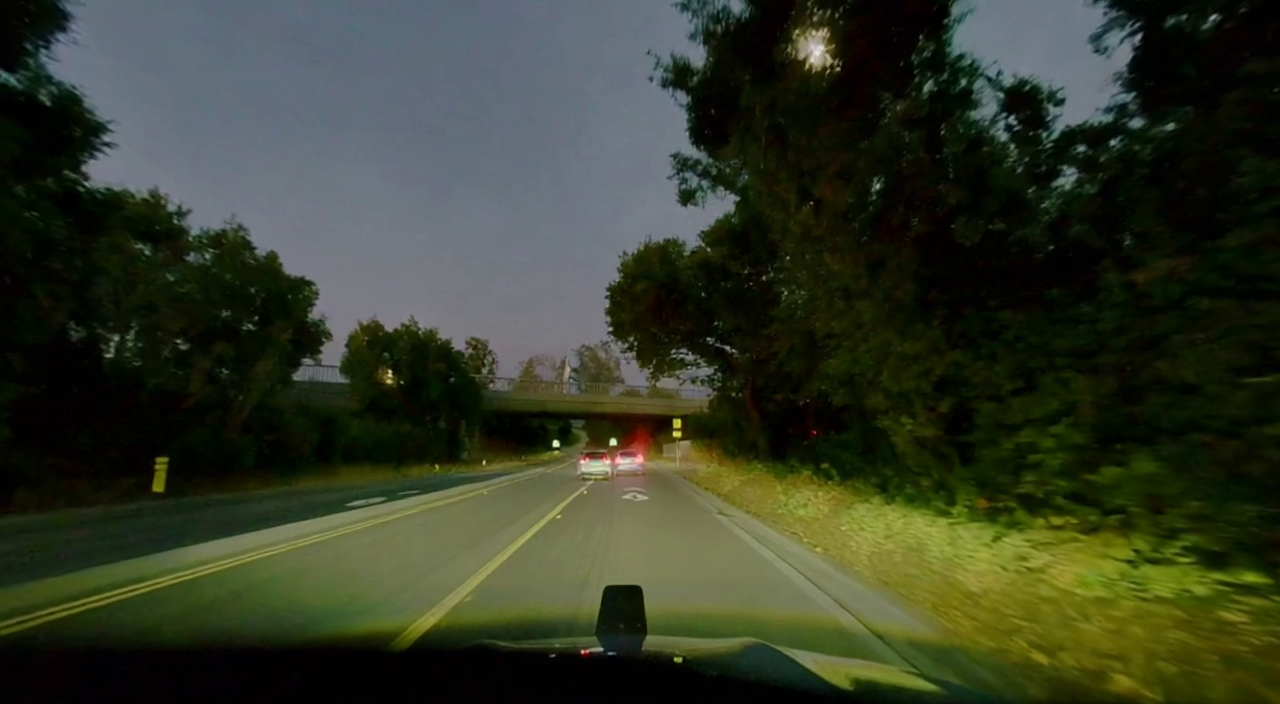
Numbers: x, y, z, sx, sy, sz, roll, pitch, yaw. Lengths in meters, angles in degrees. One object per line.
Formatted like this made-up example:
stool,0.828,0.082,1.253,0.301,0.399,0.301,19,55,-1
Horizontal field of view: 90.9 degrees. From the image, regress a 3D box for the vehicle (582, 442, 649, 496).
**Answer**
vehicle,-0.859,3.862,21.103,2.037,1.601,3.643,0,-9,-3
